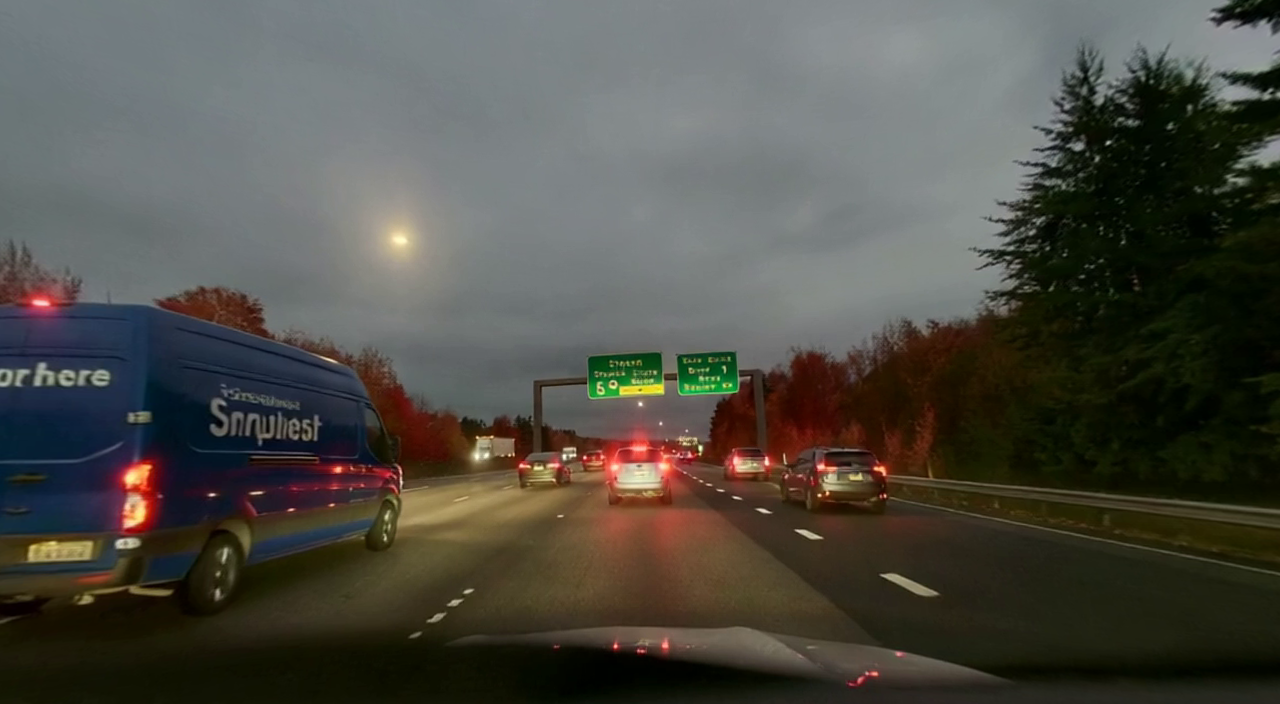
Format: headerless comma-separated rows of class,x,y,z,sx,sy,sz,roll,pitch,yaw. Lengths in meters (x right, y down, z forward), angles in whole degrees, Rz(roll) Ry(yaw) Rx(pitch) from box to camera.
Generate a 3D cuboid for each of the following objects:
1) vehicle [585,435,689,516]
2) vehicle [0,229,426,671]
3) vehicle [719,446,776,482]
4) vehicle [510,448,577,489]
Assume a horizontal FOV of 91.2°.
vehicle,-0.056,2.936,15.384,2.195,1.679,4.070,0,-9,0
vehicle,-4.477,0.981,6.731,2.275,2.692,5.810,0,-9,0
vehicle,4.936,5.209,29.436,1.962,1.503,4.432,0,-9,1
vehicle,-3.805,4.654,25.433,2.015,1.496,4.312,0,-9,0
